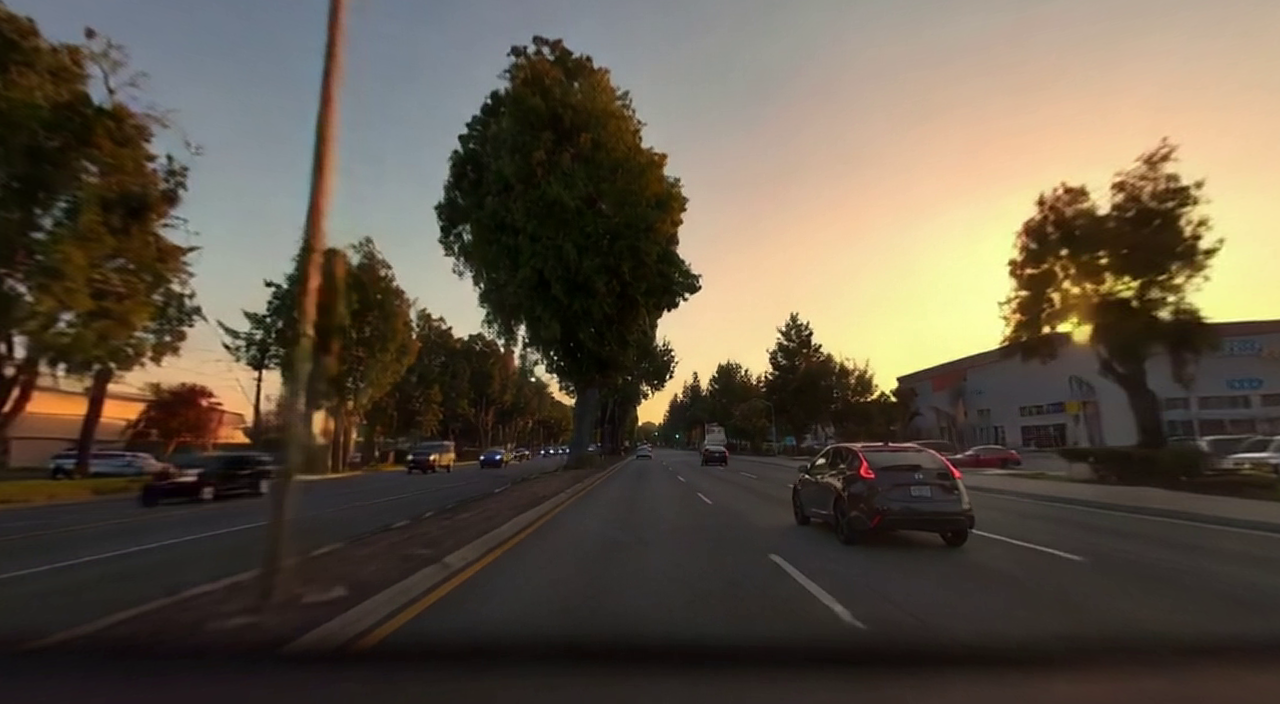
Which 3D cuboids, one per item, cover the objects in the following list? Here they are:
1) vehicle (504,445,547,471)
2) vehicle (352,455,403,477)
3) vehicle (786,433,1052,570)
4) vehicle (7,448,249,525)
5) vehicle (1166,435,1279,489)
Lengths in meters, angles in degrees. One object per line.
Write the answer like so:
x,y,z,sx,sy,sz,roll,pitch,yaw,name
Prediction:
-8.439,7.838,46.737,2.156,1.838,4.945,0,-9,1,vehicle
-19.119,8.317,45.899,1.787,1.452,4.482,0,-9,0,vehicle
3.626,1.997,9.239,1.935,1.501,4.384,0,-9,1,vehicle
-12.009,3.130,15.271,1.983,1.567,4.557,0,-9,1,vehicle
19.470,3.370,19.430,4.648,1.568,1.919,0,-9,-2,vehicle
